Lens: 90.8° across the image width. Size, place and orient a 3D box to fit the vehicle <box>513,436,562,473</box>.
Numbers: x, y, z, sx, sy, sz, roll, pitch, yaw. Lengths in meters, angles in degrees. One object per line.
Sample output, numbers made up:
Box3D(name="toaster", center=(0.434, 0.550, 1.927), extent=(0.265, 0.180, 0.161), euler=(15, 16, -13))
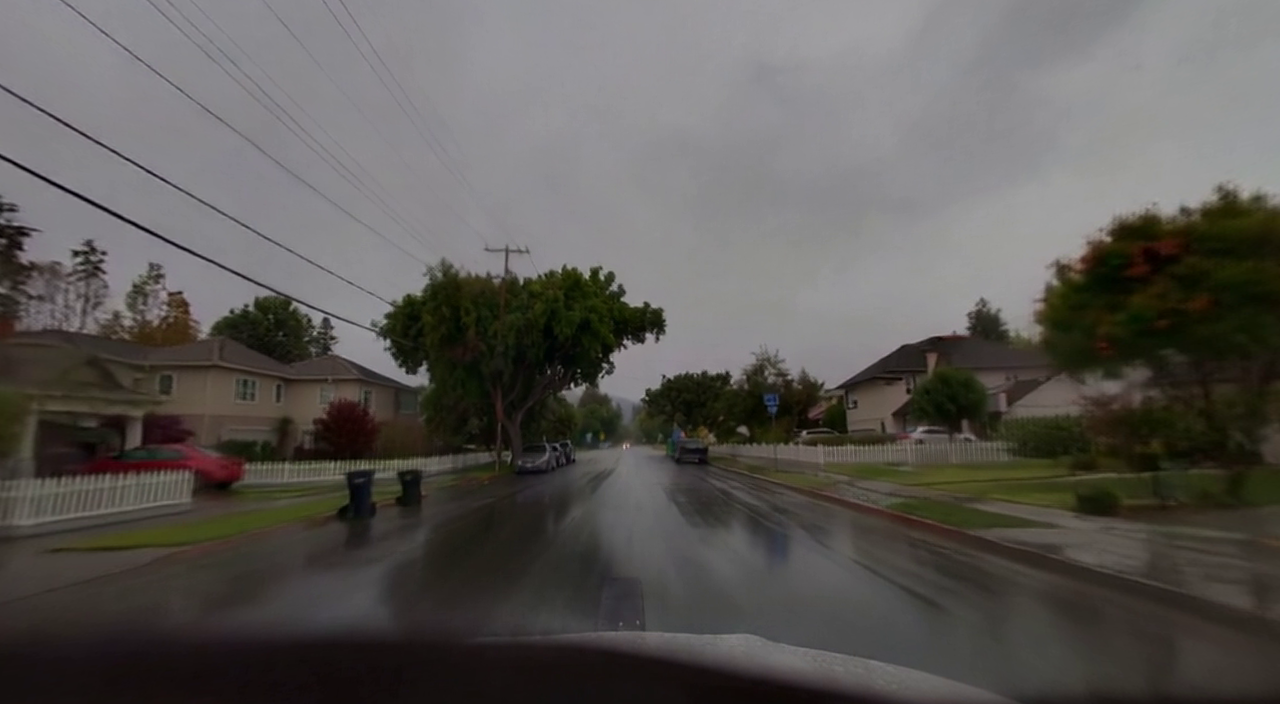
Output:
Box3D(name="vehicle", center=(-5.992, 6.005, 37.478), extent=(2.050, 1.911, 4.852), euler=(-3, -7, 0))

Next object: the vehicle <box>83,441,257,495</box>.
Box3D(name="vehicle", center=(-16.177, 4.010, 21.966), extent=(4.402, 1.741, 1.951), euler=(0, -9, -2))

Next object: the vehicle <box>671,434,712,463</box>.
Box3D(name="vehicle", center=(3.593, 6.879, 45.197), extent=(2.407, 1.948, 6.408), euler=(0, -8, 0))

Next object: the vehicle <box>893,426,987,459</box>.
Box3D(name="vehicle", center=(17.180, 5.211, 36.381), extent=(4.268, 1.788, 2.156), euler=(-1, -9, 1))
